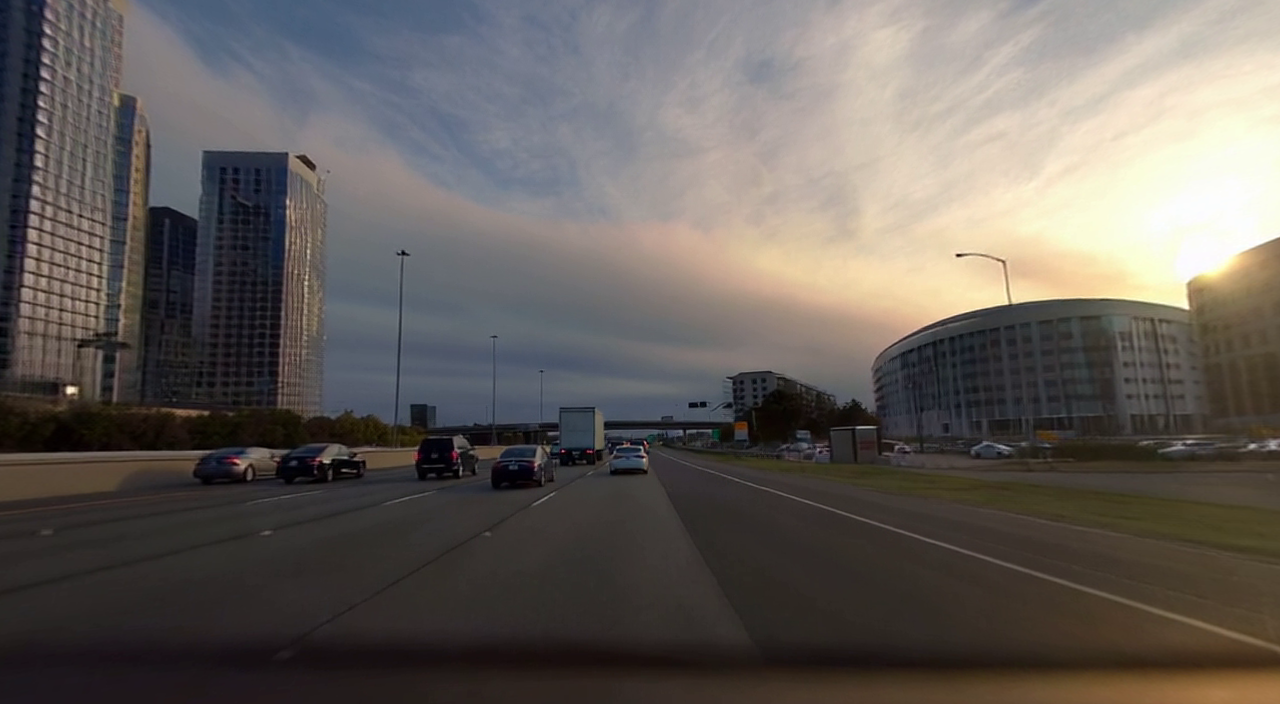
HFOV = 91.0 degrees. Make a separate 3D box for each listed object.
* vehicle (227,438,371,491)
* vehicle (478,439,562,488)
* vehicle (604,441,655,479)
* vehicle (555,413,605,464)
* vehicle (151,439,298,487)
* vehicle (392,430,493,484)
[{"bbox_3d":[-10.857,3.611,20.544,1.987,1.495,4.710,0,-9,1],"label":"vehicle"},{"bbox_3d":[-4.026,3.822,21.941,2.016,1.497,4.235,0,-9,1],"label":"vehicle"},{"bbox_3d":[-0.420,4.618,27.083,1.991,1.488,3.922,0,-9,0],"label":"vehicle"},{"bbox_3d":[-4.191,6.309,45.586,2.955,3.359,8.322,0,-9,-1],"label":"vehicle"},{"bbox_3d":[-14.586,3.908,22.523,1.948,1.483,4.814,0,-9,0],"label":"vehicle"},{"bbox_3d":[-7.345,3.968,24.037,2.190,1.821,4.800,0,-9,1],"label":"vehicle"}]
